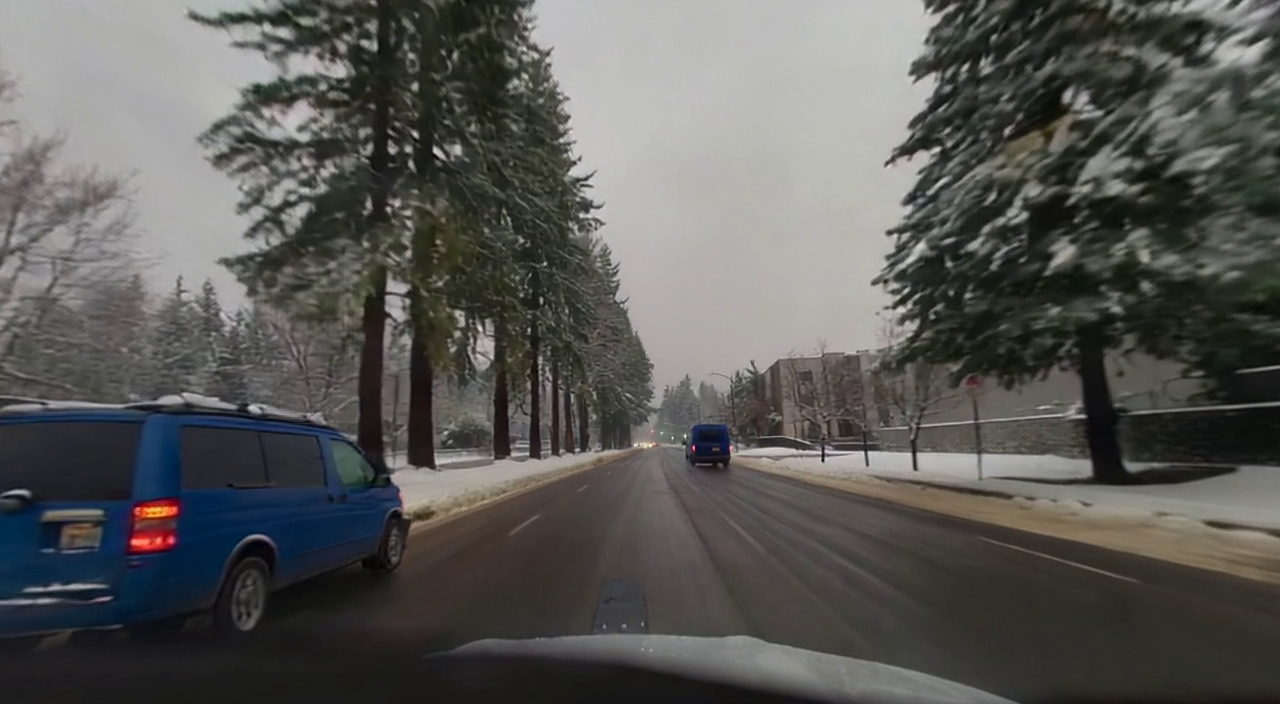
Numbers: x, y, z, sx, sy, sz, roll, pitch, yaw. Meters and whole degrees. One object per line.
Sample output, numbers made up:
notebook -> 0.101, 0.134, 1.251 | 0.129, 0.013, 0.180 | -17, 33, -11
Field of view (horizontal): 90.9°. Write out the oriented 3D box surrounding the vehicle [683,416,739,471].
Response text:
vehicle -> 3.704, 4.921, 33.916 | 2.349, 2.671, 5.744 | 0, -8, 0

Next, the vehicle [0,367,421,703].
vehicle -> -3.547, 1.185, 4.636 | 2.129, 1.602, 4.532 | 0, -8, 2
